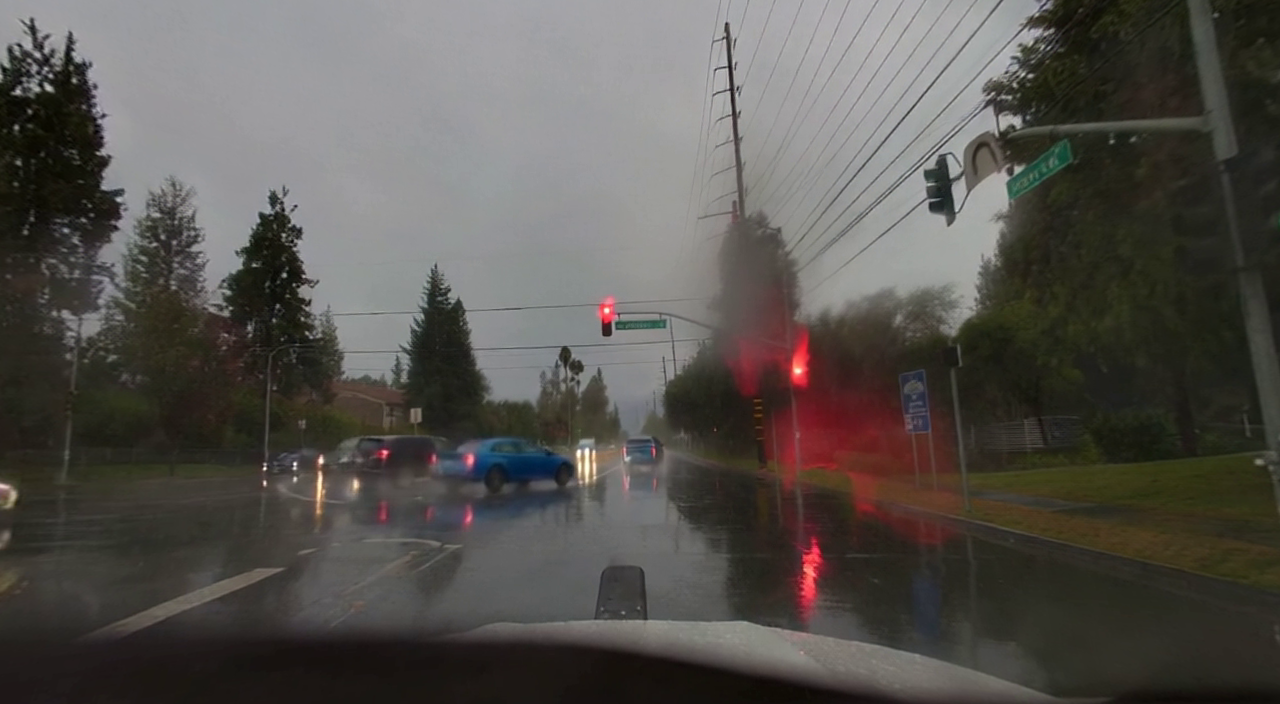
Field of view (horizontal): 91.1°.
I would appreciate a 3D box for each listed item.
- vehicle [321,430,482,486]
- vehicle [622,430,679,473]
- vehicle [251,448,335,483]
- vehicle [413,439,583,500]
[{"bbox_3d":[-8.279,3.707,22.281,1.929,1.750,5.044,-7,-11,35],"label":"vehicle"},{"bbox_3d":[0.675,5.142,32.692,2.137,1.986,5.930,-2,-9,9],"label":"vehicle"},{"bbox_3d":[-17.099,5.616,31.180,1.942,1.477,3.957,-4,-9,0],"label":"vehicle"},{"bbox_3d":[-3.832,3.232,17.817,2.019,1.455,4.529,-6,-10,33],"label":"vehicle"}]
